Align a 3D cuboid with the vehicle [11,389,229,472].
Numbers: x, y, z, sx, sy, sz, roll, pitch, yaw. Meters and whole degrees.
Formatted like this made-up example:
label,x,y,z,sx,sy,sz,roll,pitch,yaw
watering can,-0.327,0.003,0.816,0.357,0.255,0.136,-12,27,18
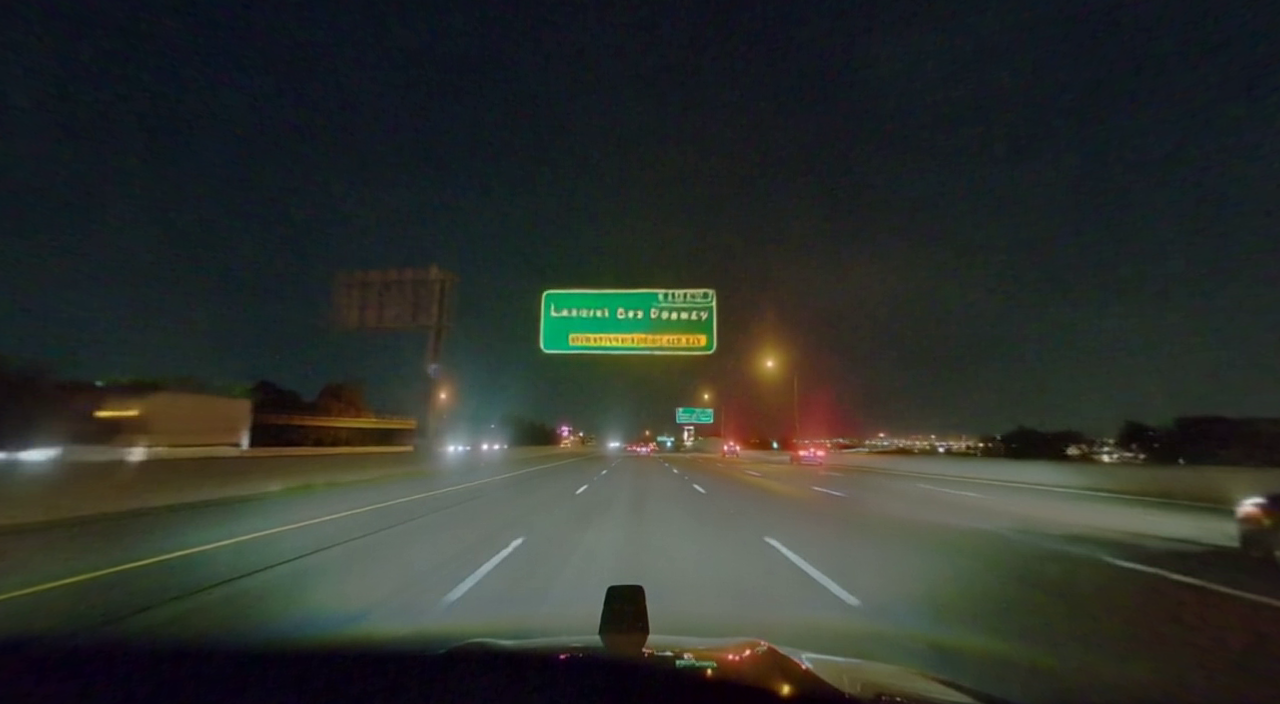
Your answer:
label,x,y,z,sx,sy,sz,roll,pitch,yaw
vehicle,-25.208,4.008,31.531,2.936,3.514,9.249,0,-8,0
